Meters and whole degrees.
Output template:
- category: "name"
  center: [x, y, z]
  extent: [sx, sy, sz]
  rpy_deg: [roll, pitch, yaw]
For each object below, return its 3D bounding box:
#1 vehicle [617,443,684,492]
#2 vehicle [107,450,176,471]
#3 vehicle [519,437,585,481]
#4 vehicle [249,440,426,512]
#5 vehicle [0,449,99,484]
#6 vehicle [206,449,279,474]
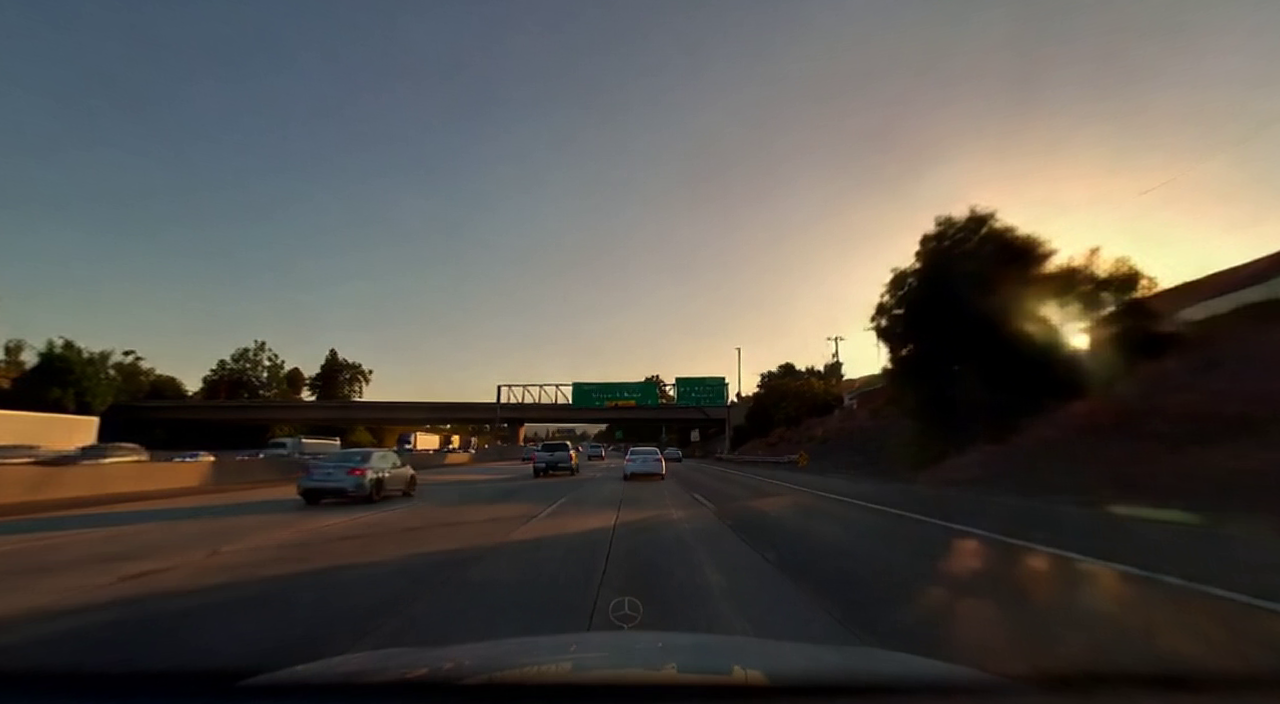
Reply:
- category: "vehicle"
  center: [0.272, 3.886, 21.614]
  extent: [2.082, 1.482, 4.126]
  rpy_deg: [0, -8, -2]
- category: "vehicle"
  center: [-37.254, 8.130, 47.285]
  extent: [1.786, 1.446, 4.470]
  rpy_deg: [1, -8, -4]
- category: "vehicle"
  center: [-3.826, 4.752, 28.344]
  extent: [2.289, 1.777, 4.534]
  rpy_deg: [0, -8, 0]
- category: "vehicle"
  center: [-7.066, 2.919, 15.423]
  extent: [1.974, 1.464, 4.733]
  rpy_deg: [0, -8, 0]
- category: "vehicle"
  center: [-28.505, 5.324, 29.769]
  extent: [1.887, 1.478, 4.790]
  rpy_deg: [0, -8, -3]
- category: "vehicle"
  center: [-24.995, 6.877, 39.862]
  extent: [1.868, 1.472, 4.438]
  rpy_deg: [0, -8, -2]
